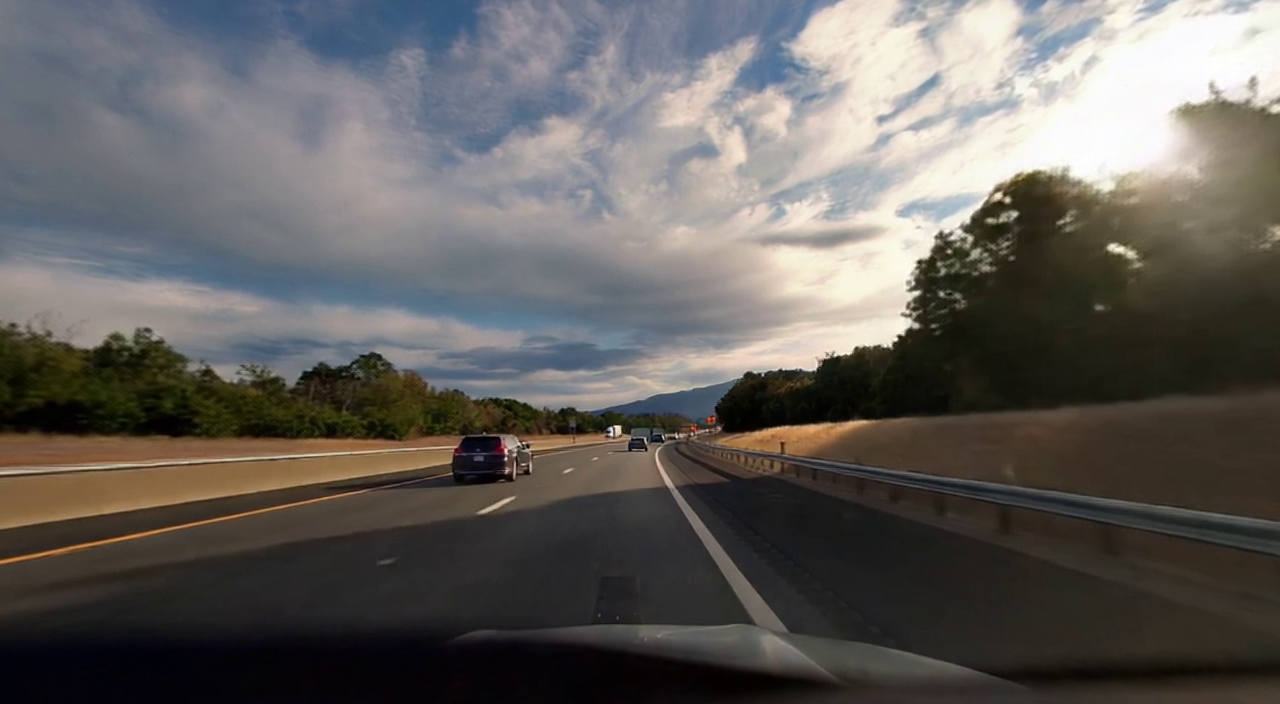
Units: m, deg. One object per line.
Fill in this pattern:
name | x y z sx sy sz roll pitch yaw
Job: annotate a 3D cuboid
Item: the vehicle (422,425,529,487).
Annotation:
vehicle | -4.817 3.121 19.172 2.075 1.653 4.317 -1 -8 0
